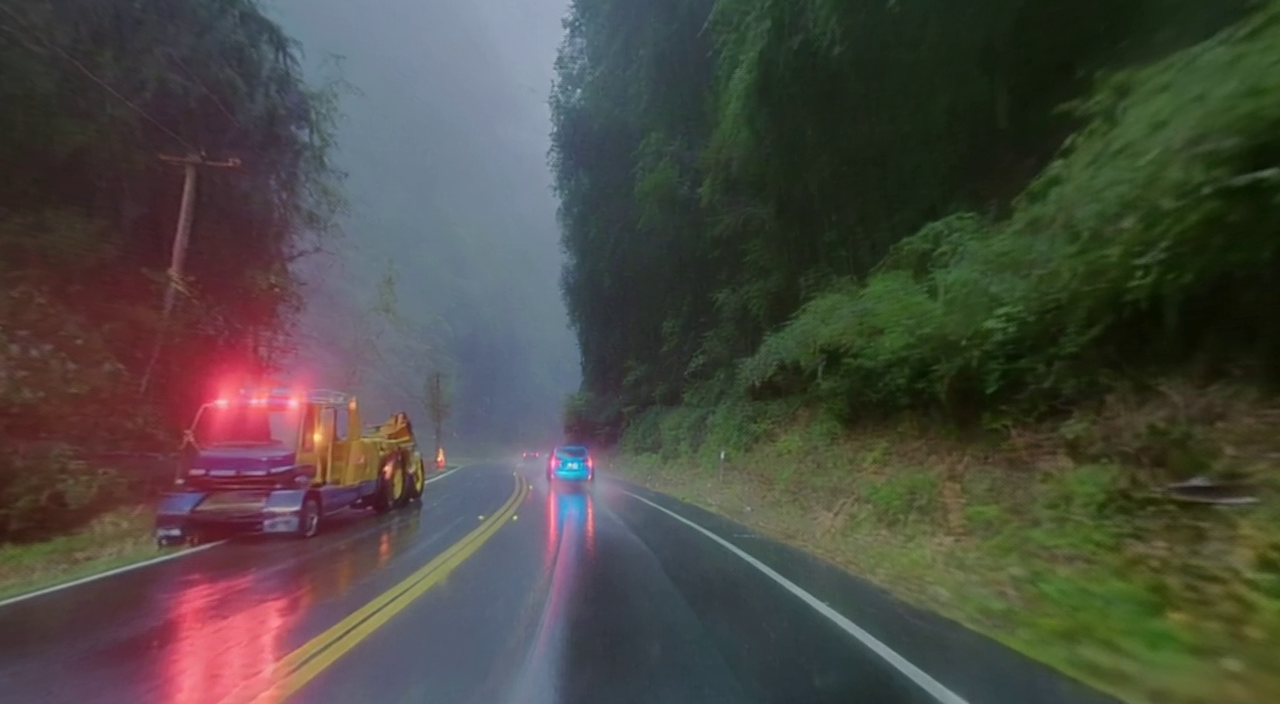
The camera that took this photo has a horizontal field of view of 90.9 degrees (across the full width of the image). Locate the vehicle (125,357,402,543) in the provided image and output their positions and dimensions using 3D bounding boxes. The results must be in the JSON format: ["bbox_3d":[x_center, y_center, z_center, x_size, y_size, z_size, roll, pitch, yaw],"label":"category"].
[{"bbox_3d":[-6.060,1.661,10.965,2.257,2.597,4.069,0,-9,-2],"label":"vehicle"}]

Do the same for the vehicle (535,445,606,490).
[{"bbox_3d":[-2.692,4.223,23.459,2.259,1.503,4.075,2,-9,-11],"label":"vehicle"}]
